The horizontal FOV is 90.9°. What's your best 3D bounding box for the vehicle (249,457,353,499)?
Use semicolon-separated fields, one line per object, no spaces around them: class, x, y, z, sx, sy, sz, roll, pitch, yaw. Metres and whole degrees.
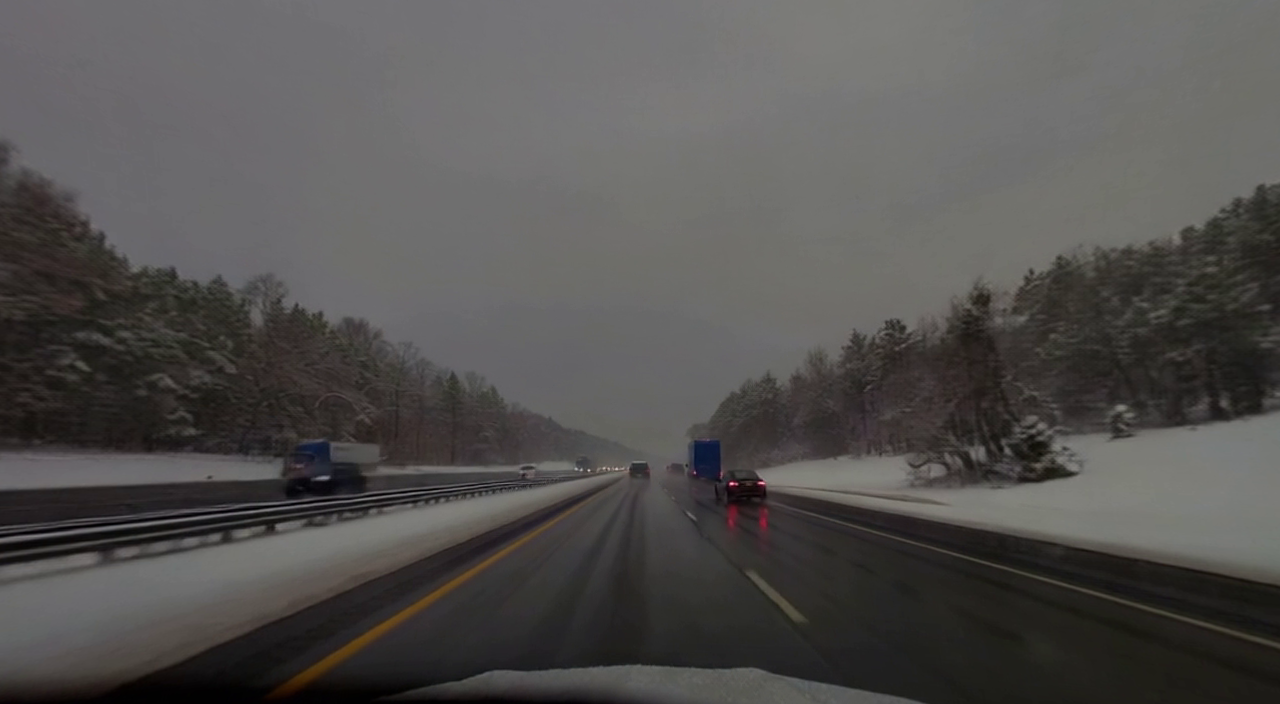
vehicle;-13.493;5.027;25.365;1.971;1.518;3.749;1;-10;1

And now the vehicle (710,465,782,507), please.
vehicle;4.323;5.591;26.650;2.073;1.532;4.969;1;-10;-1

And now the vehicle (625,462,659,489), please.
vehicle;0.153;8.419;43.008;2.212;1.717;4.452;1;-10;1

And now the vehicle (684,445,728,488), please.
vehicle;4.907;8.700;47.775;2.563;2.975;6.941;1;-10;0
